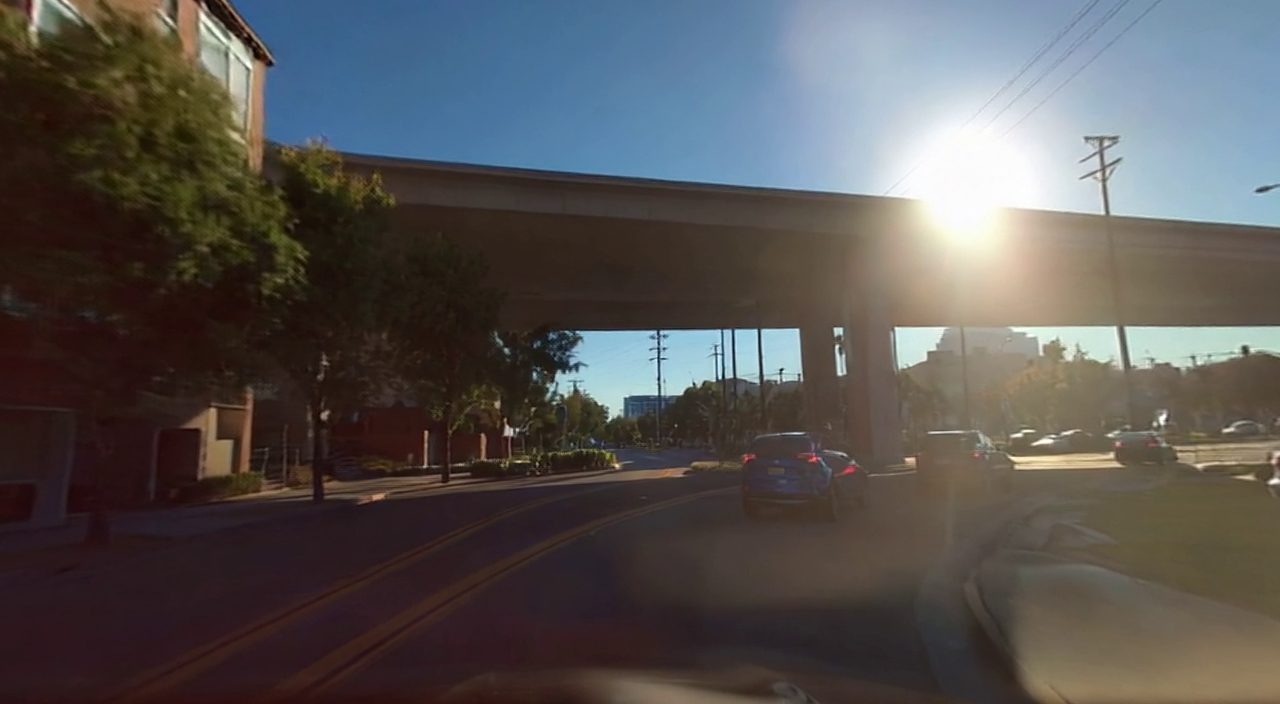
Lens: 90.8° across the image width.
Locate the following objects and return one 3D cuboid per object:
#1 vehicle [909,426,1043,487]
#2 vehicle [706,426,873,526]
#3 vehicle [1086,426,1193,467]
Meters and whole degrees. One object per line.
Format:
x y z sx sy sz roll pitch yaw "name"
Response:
11.772 3.587 22.024 4.771 1.885 2.241 6 -11 -38 "vehicle"
3.186 2.356 12.636 2.087 1.578 4.652 -5 -10 28 "vehicle"
23.387 4.424 29.579 4.310 1.762 1.995 4 -9 -24 "vehicle"
